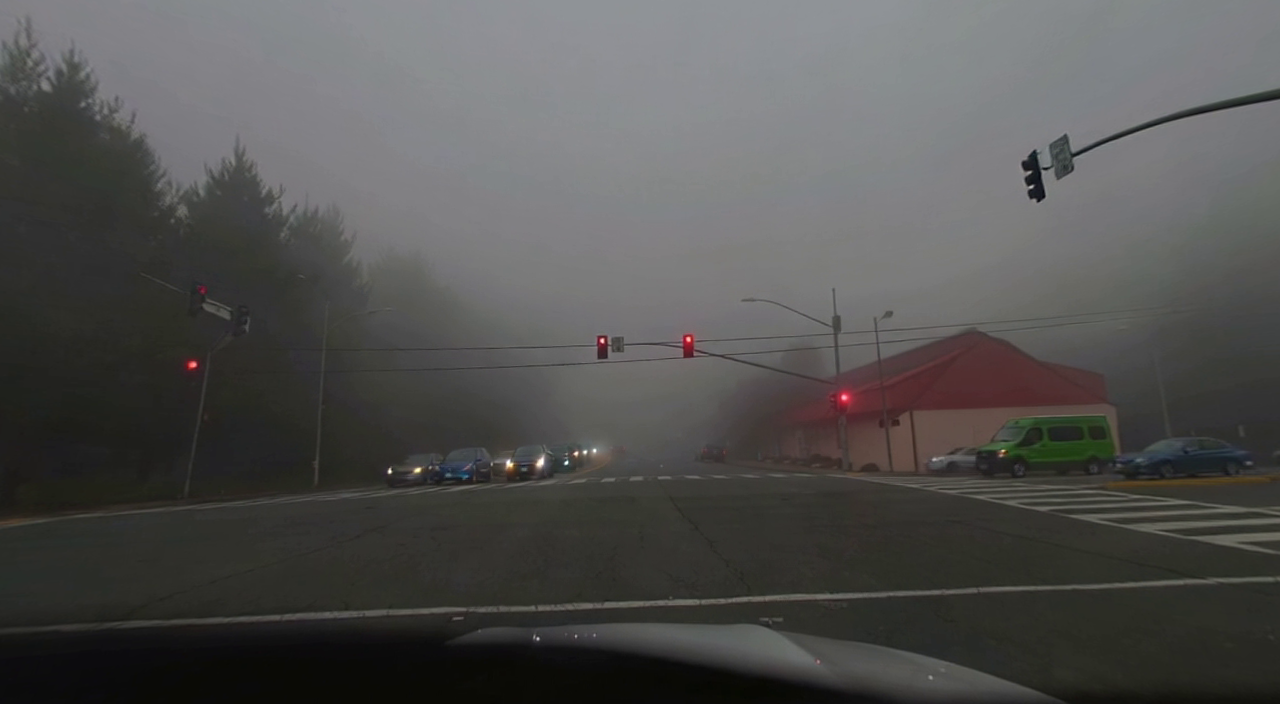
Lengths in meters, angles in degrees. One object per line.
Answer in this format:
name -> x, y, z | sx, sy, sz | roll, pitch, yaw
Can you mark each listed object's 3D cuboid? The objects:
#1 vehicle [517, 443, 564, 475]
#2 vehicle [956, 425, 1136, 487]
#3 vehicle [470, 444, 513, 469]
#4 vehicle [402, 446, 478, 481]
vehicle -> -4.794, 5.186, 30.887 | 1.846, 1.416, 4.228 | 0, -9, -3
vehicle -> 14.839, 3.760, 23.120 | 5.910, 2.046, 2.228 | 3, -9, -19
vehicle -> -9.022, 6.374, 38.752 | 1.779, 1.460, 4.463 | 0, -9, -3
vehicle -> -9.012, 5.037, 28.886 | 2.024, 1.460, 4.381 | 0, -9, 0
